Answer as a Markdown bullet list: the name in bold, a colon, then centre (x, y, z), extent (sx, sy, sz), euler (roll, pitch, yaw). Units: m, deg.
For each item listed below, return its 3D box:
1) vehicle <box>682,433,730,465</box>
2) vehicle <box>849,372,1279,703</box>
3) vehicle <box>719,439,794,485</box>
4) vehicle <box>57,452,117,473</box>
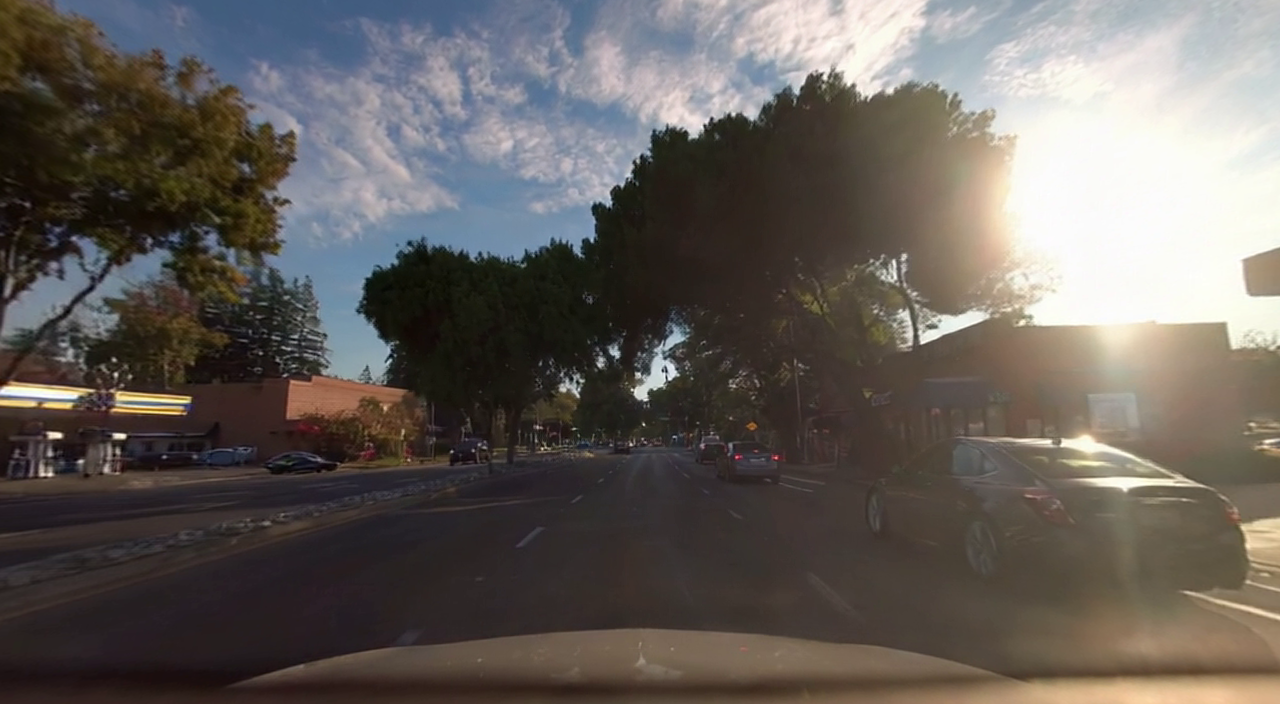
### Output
- **vehicle**: centre (4.325, 6.494, 42.221), extent (2.611, 1.983, 5.165), euler (0, -8, 0)
- **vehicle**: centre (3.631, 1.286, 5.570), extent (1.875, 1.665, 4.931), euler (0, -8, 0)
- **vehicle**: centre (4.009, 3.857, 22.444), extent (1.871, 1.442, 4.122), euler (0, -8, 0)
- **vehicle**: centre (-41.304, 8.217, 47.139), extent (1.583, 1.354, 4.281), euler (1, -7, -15)
